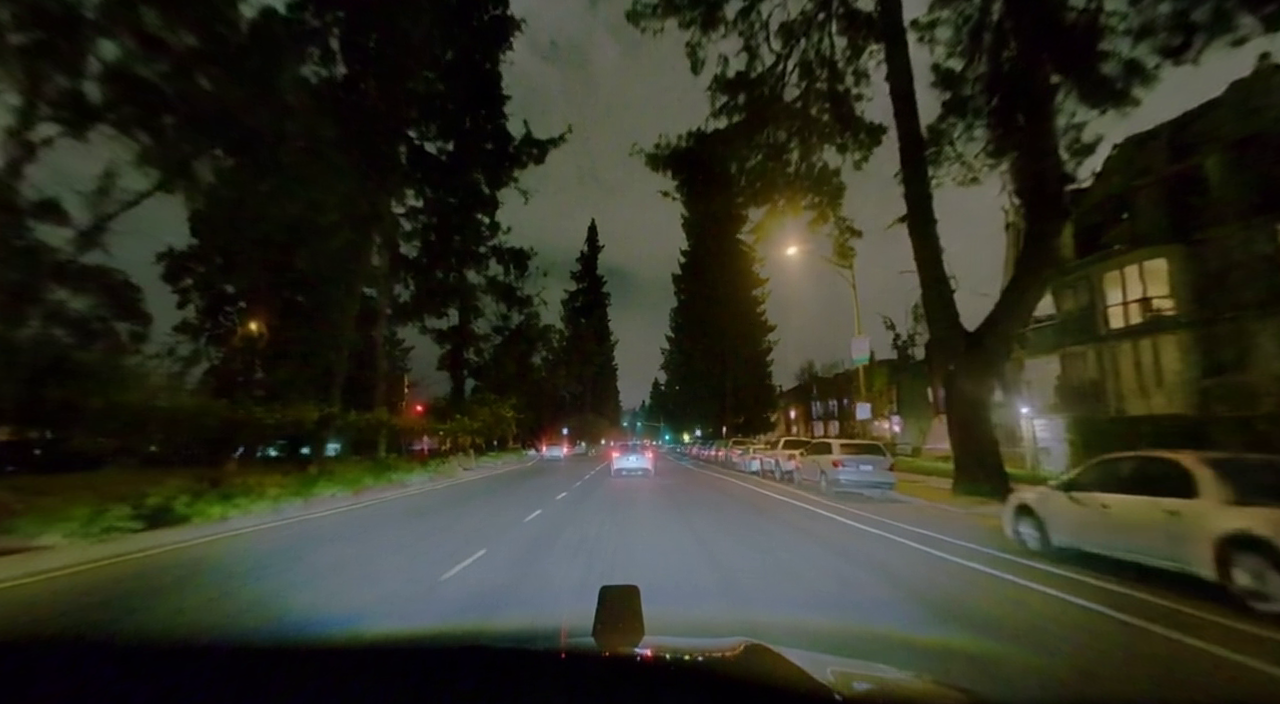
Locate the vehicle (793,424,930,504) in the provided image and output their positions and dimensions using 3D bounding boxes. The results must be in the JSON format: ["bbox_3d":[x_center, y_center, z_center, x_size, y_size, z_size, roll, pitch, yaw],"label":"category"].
[{"bbox_3d":[5.825,3.008,17.363,2.139,1.872,4.585,0,-8,1],"label":"vehicle"}]

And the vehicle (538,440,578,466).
[{"bbox_3d":[-4.973,6.222,38.975,2.105,1.474,4.808,0,-8,-3],"label":"vehicle"}]

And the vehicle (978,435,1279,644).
[{"bbox_3d":[5.562,1.561,5.988,2.022,1.484,4.612,0,-8,-2],"label":"vehicle"}]

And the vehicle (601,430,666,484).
[{"bbox_3d":[-0.263,3.632,22.162,2.070,1.698,3.925,0,-8,-1],"label":"vehicle"}]
